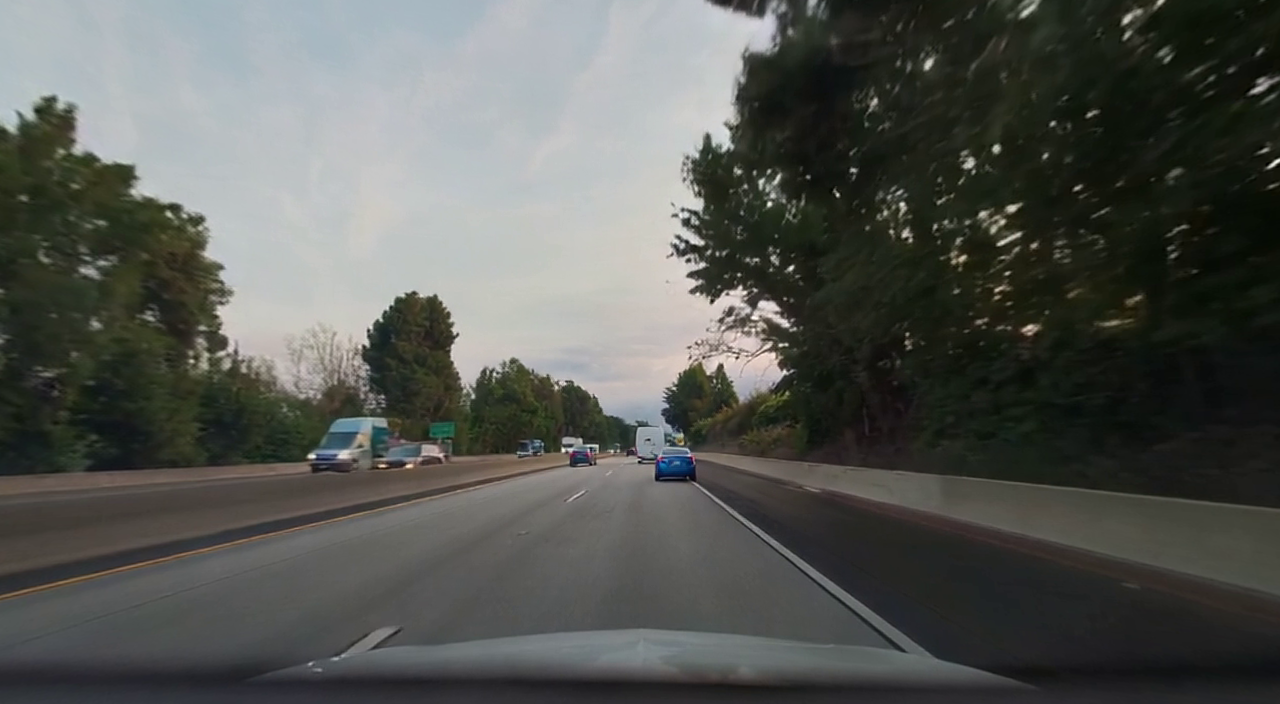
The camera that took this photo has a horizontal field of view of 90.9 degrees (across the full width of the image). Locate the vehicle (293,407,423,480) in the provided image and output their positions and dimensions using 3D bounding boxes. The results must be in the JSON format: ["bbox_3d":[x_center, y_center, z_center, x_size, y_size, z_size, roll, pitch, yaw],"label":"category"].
[{"bbox_3d":[-17.357,5.855,40.112,3.035,3.965,10.967,-1,-9,1],"label":"vehicle"}]

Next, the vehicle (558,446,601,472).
[{"bbox_3d":[-3.692,6.621,39.339,2.100,1.514,4.794,-1,-9,1],"label":"vehicle"}]

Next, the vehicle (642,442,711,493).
[{"bbox_3d":[1.102,3.723,20.701,2.012,1.485,3.649,0,-9,0],"label":"vehicle"}]

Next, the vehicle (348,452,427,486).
[{"bbox_3d":[-12.679,5.877,32.008,1.913,1.512,4.784,-1,-9,1],"label":"vehicle"}]
